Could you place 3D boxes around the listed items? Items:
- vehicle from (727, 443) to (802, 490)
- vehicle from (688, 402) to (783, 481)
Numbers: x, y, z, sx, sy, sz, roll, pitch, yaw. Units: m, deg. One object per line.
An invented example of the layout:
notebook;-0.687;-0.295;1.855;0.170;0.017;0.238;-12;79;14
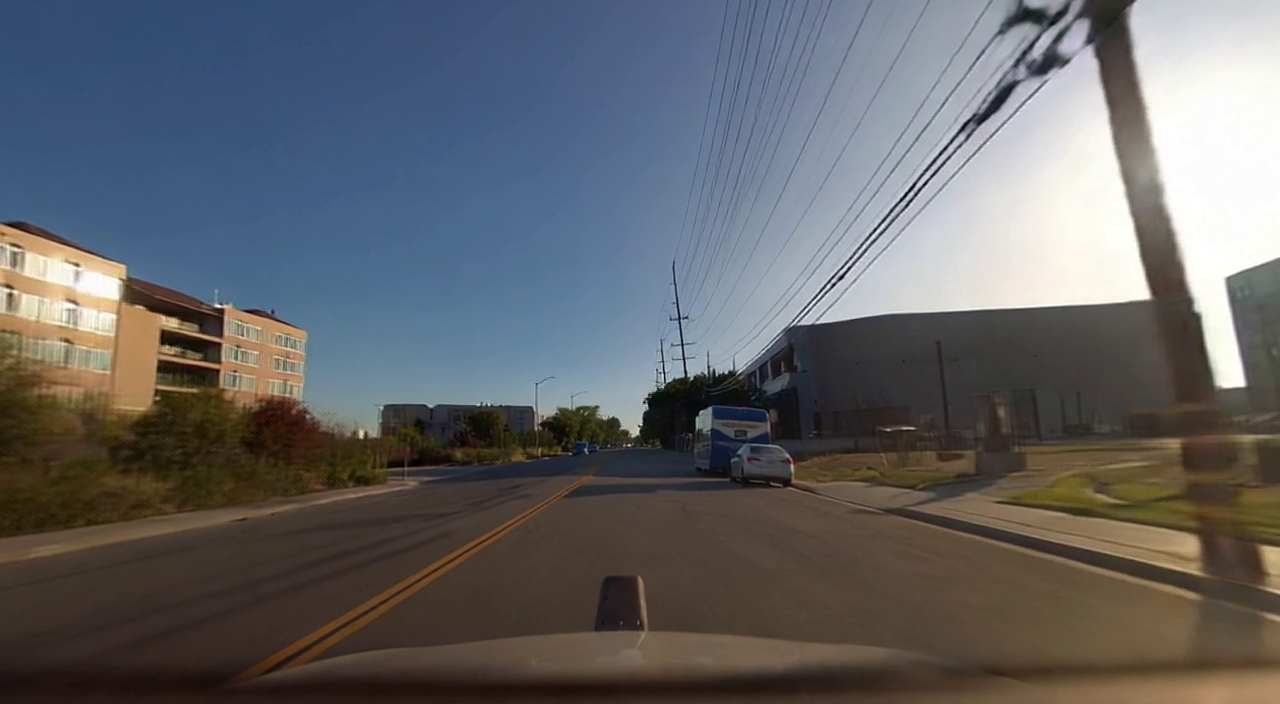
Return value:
vehicle;4.430;4.117;23.020;1.852;1.497;3.672;-2;-8;-2
vehicle;4.272;4.343;30.498;3.110;3.241;8.788;0;-9;-1
